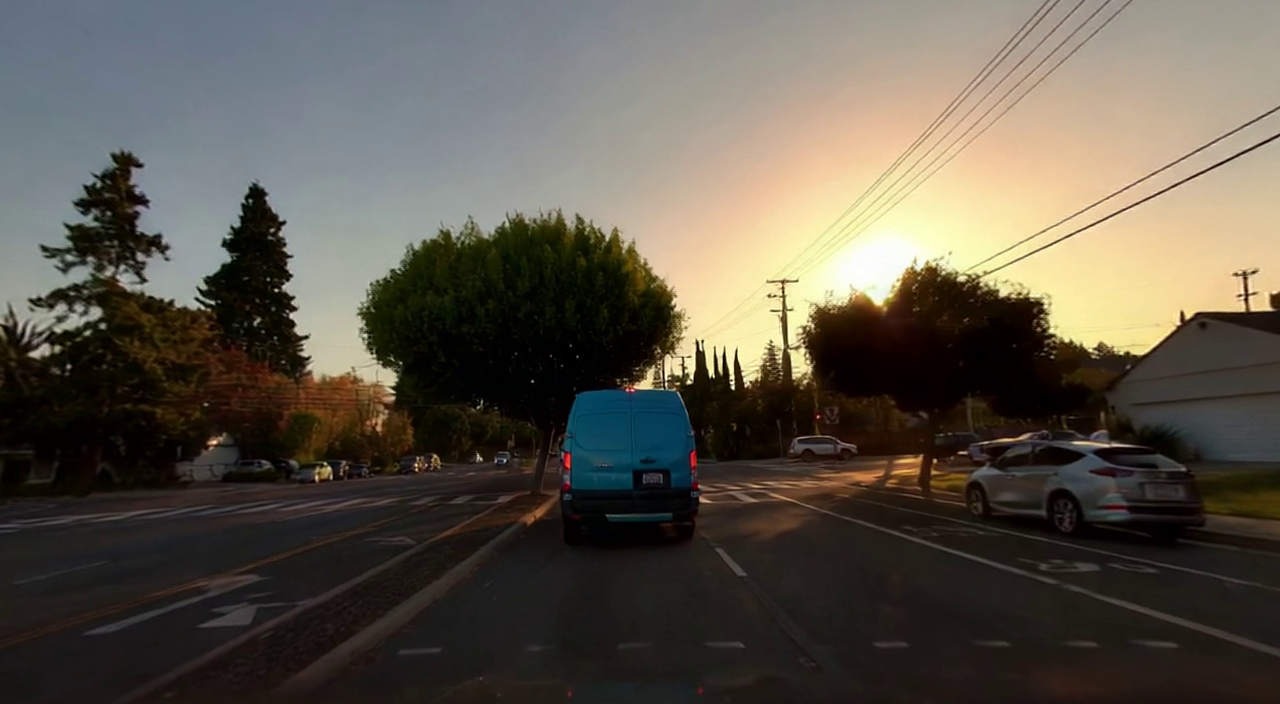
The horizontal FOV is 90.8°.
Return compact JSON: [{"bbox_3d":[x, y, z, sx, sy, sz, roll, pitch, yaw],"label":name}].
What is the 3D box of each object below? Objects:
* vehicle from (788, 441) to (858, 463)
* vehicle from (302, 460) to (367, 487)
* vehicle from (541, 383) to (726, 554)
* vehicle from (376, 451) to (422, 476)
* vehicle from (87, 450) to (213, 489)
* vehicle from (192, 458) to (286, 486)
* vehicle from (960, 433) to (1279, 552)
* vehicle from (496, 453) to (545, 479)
[{"bbox_3d":[13.106,7.189,45.421,4.483,1.463,1.805,0,-9,-1],"label":"vehicle"},{"bbox_3d":[-18.392,7.292,38.250,1.816,1.445,4.120,0,-9,1],"label":"vehicle"},{"bbox_3d":[-0.234,1.828,10.491,2.342,2.142,4.809,0,-9,-4],"label":"vehicle"},{"bbox_3d":[-17.970,8.305,47.320,1.841,1.769,4.105,0,-9,-1],"label":"vehicle"},{"bbox_3d":[-26.885,6.459,34.802,5.026,2.017,2.215,0,-9,-1],"label":"vehicle"},{"bbox_3d":[-27.331,8.197,43.191,4.972,1.776,2.057,0,-9,-1],"label":"vehicle"},{"bbox_3d":[7.346,2.134,10.310,1.883,1.504,4.220,0,-9,-2],"label":"vehicle"},{"bbox_3d":[-7.252,6.973,38.845,1.962,1.481,4.434,-1,-9,2],"label":"vehicle"}]
